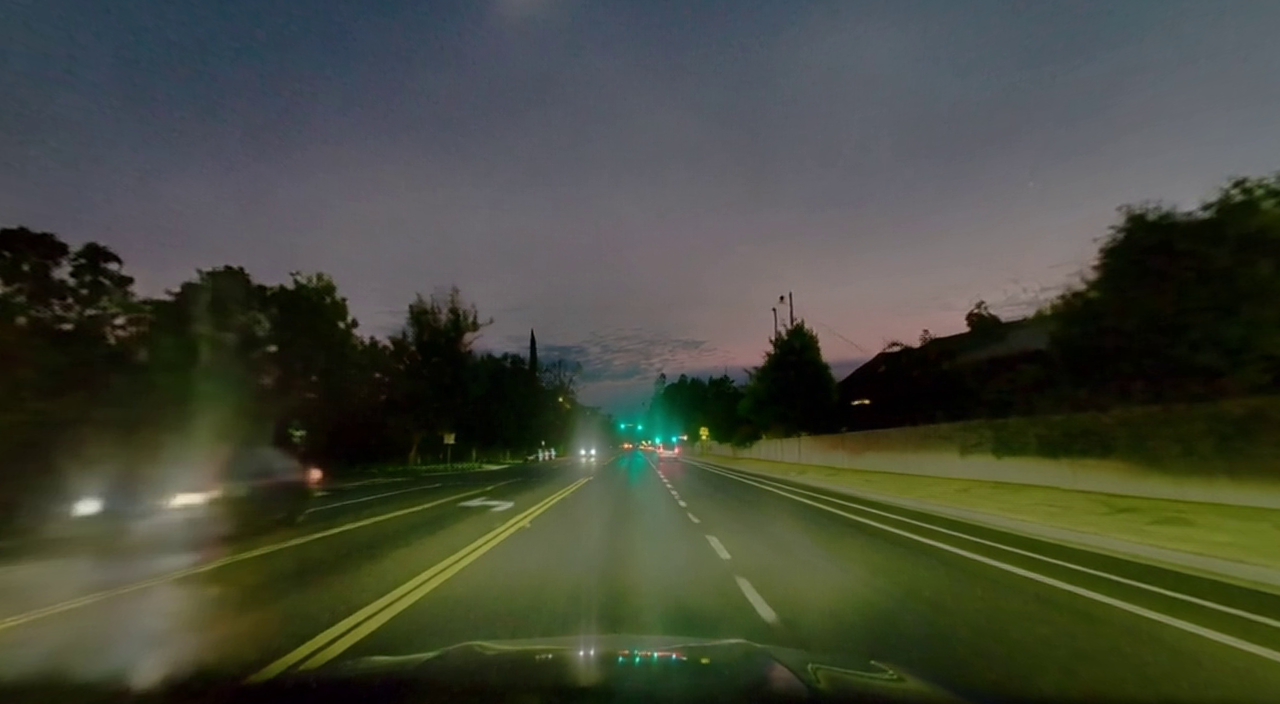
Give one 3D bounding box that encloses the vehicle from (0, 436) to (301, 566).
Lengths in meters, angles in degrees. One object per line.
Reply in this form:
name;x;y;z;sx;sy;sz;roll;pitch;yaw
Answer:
vehicle;-8.109;2.342;10.792;2.053;1.713;4.618;0;-9;0
